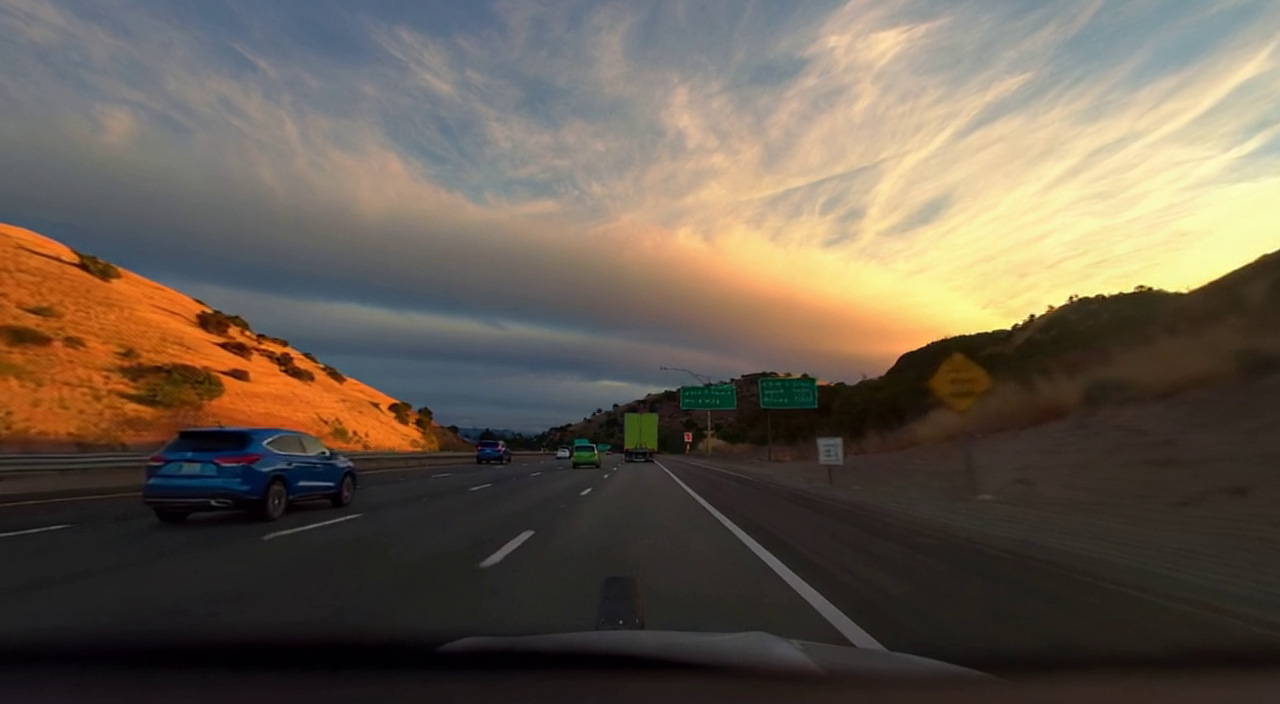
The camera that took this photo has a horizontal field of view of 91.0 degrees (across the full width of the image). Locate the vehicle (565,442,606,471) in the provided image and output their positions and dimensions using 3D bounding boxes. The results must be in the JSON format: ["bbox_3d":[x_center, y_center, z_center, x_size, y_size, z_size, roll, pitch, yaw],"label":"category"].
[{"bbox_3d":[-3.445,6.801,41.037,2.194,1.725,4.698,1,-9,1],"label":"vehicle"}]

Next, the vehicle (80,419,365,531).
[{"bbox_3d":[-7.450,2.259,12.077,2.098,1.678,4.822,1,-9,0],"label":"vehicle"}]

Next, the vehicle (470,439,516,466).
[{"bbox_3d":[-10.844,7.489,46.931,2.111,1.906,5.028,1,-9,1],"label":"vehicle"}]
